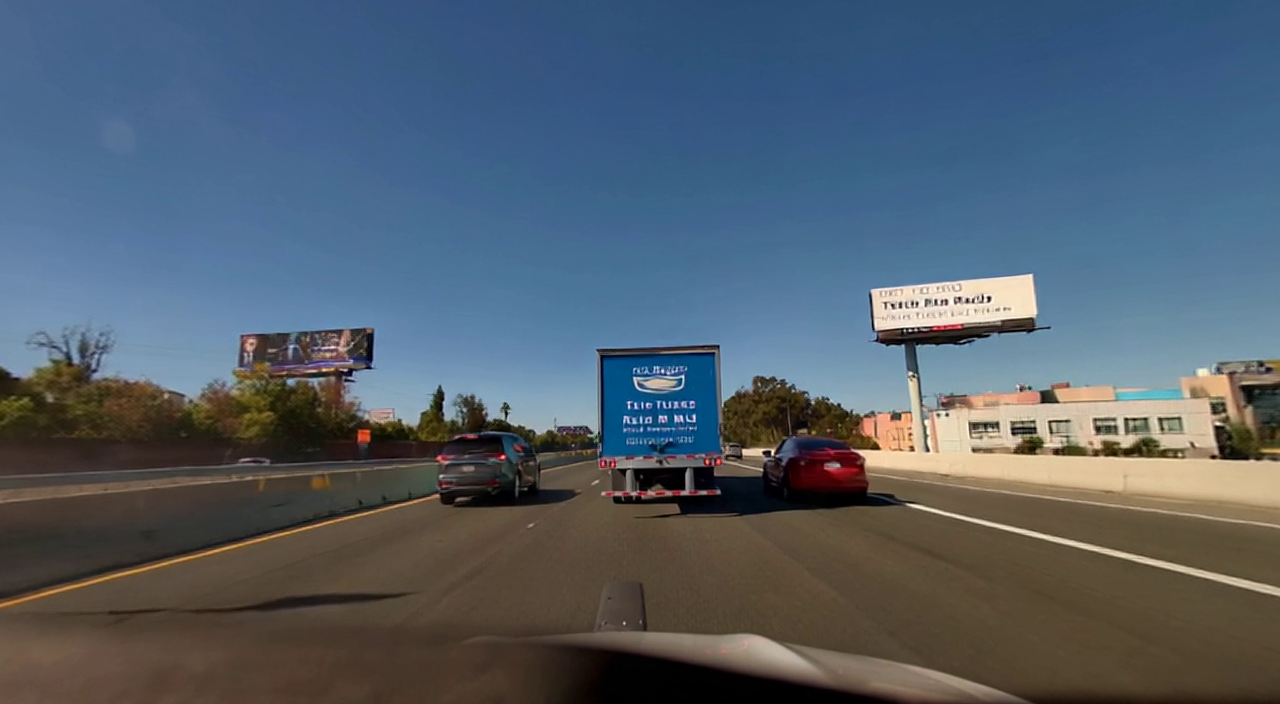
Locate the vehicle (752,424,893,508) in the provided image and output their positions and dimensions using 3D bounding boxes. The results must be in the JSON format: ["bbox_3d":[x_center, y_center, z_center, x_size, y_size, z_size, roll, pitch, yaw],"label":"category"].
[{"bbox_3d":[4.136,2.649,15.141,2.066,1.692,4.339,0,-8,0],"label":"vehicle"}]

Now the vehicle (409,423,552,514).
[{"bbox_3d":[-3.443,2.604,14.662,2.030,1.757,4.509,-1,-8,2],"label":"vehicle"}]

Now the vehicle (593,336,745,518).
[{"bbox_3d":[0.593,1.955,15.813,2.733,3.296,8.571,0,-8,1],"label":"vehicle"}]
